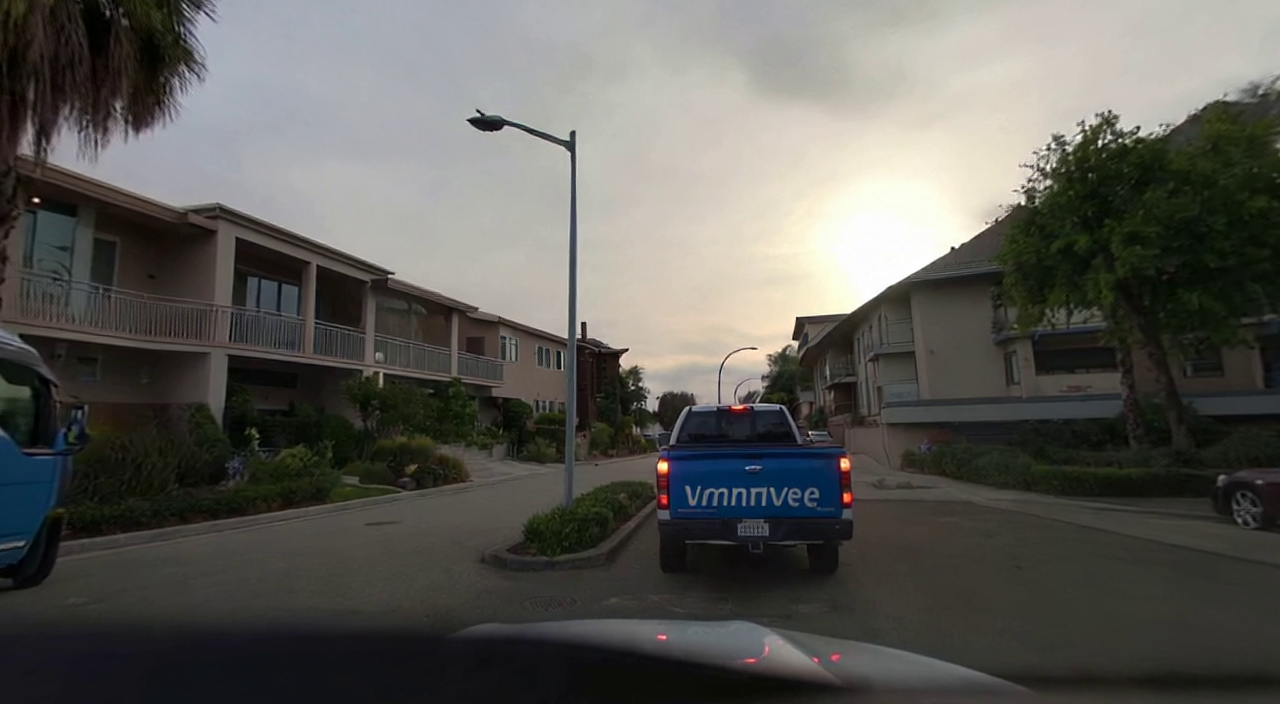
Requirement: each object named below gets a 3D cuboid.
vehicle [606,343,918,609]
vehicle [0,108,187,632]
[{"bbox_3d":[1.165,1.403,8.006,2.418,2.078,5.866,-1,-9,4],"label":"vehicle"},{"bbox_3d":[-6.654,-0.426,0.827,2.998,3.659,10.517,-2,-9,10],"label":"vehicle"}]
